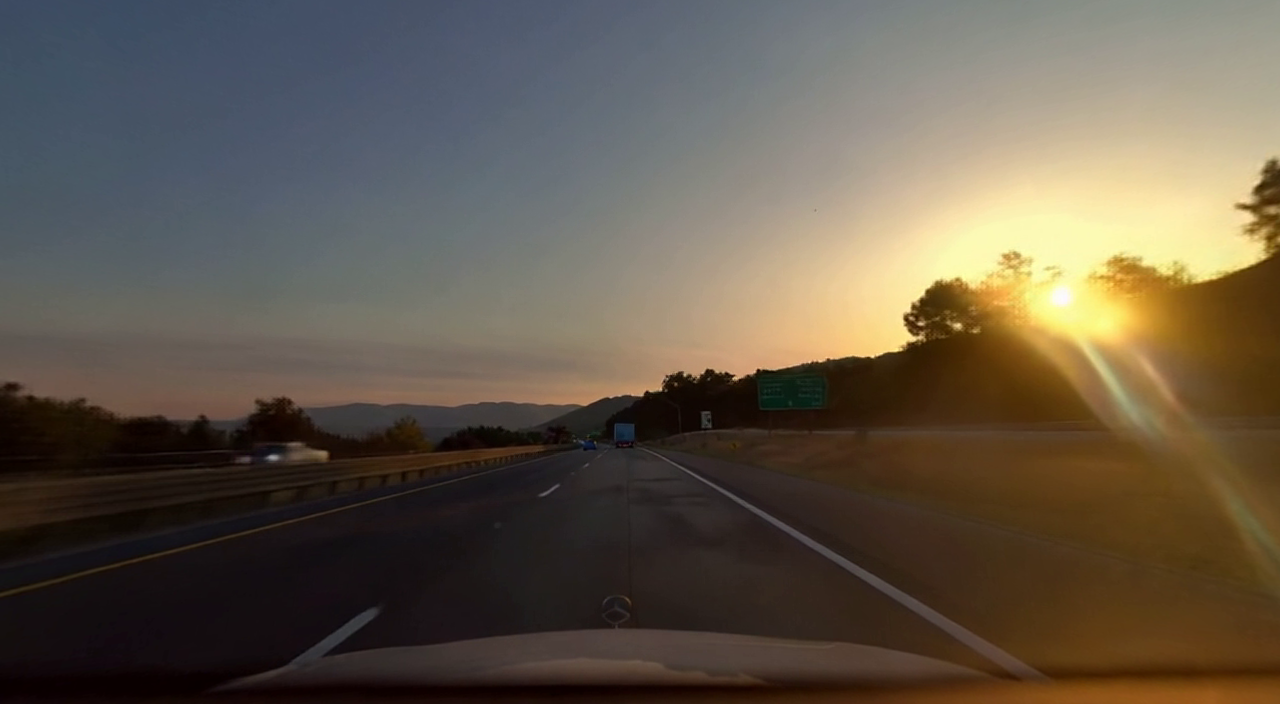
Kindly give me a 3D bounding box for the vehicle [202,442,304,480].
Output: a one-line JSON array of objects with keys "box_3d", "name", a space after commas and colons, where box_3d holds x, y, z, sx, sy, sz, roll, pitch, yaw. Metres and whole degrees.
[{"box_3d": [-16.681, 4.686, 27.410, 2.078, 1.506, 3.740, 0, -8, -1], "name": "vehicle"}]
